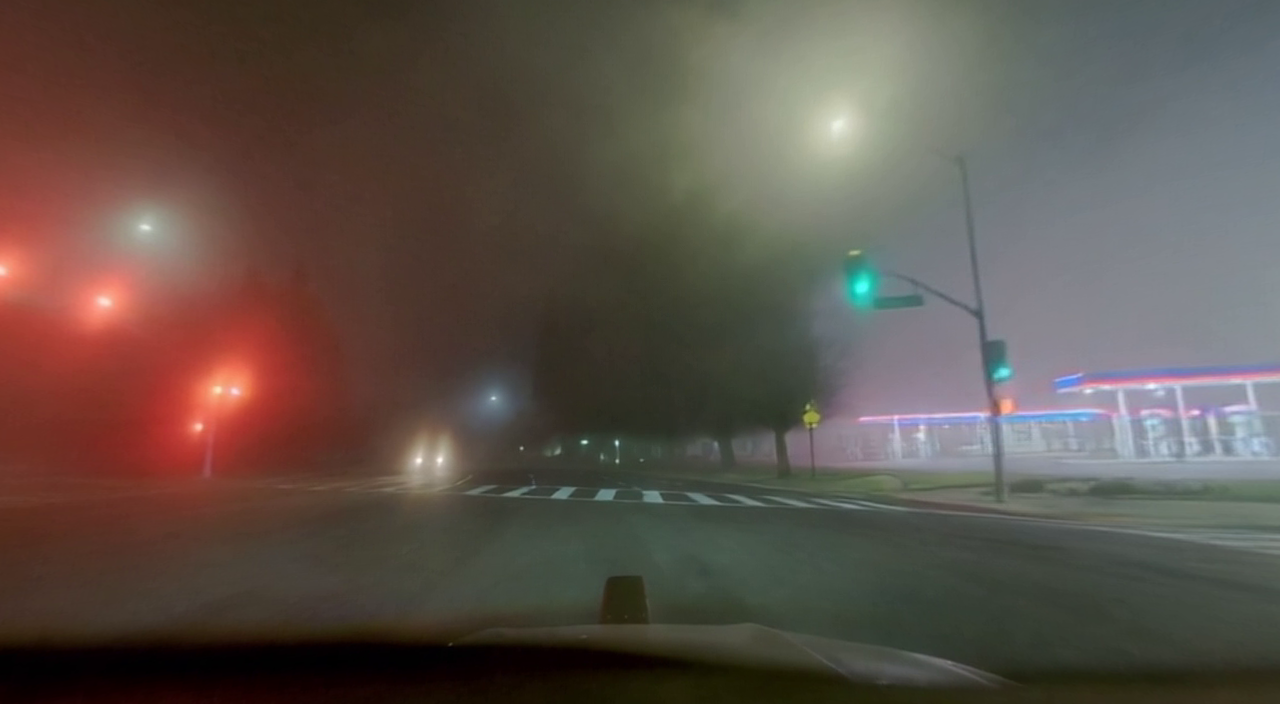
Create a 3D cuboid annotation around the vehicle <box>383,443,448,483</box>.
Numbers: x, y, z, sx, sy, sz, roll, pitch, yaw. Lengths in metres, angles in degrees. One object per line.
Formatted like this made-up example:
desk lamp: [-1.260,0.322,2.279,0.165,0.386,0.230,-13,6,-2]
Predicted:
vehicle: [-10.221,5.045,29.051,2.048,1.670,4.450,2,-9,-10]
